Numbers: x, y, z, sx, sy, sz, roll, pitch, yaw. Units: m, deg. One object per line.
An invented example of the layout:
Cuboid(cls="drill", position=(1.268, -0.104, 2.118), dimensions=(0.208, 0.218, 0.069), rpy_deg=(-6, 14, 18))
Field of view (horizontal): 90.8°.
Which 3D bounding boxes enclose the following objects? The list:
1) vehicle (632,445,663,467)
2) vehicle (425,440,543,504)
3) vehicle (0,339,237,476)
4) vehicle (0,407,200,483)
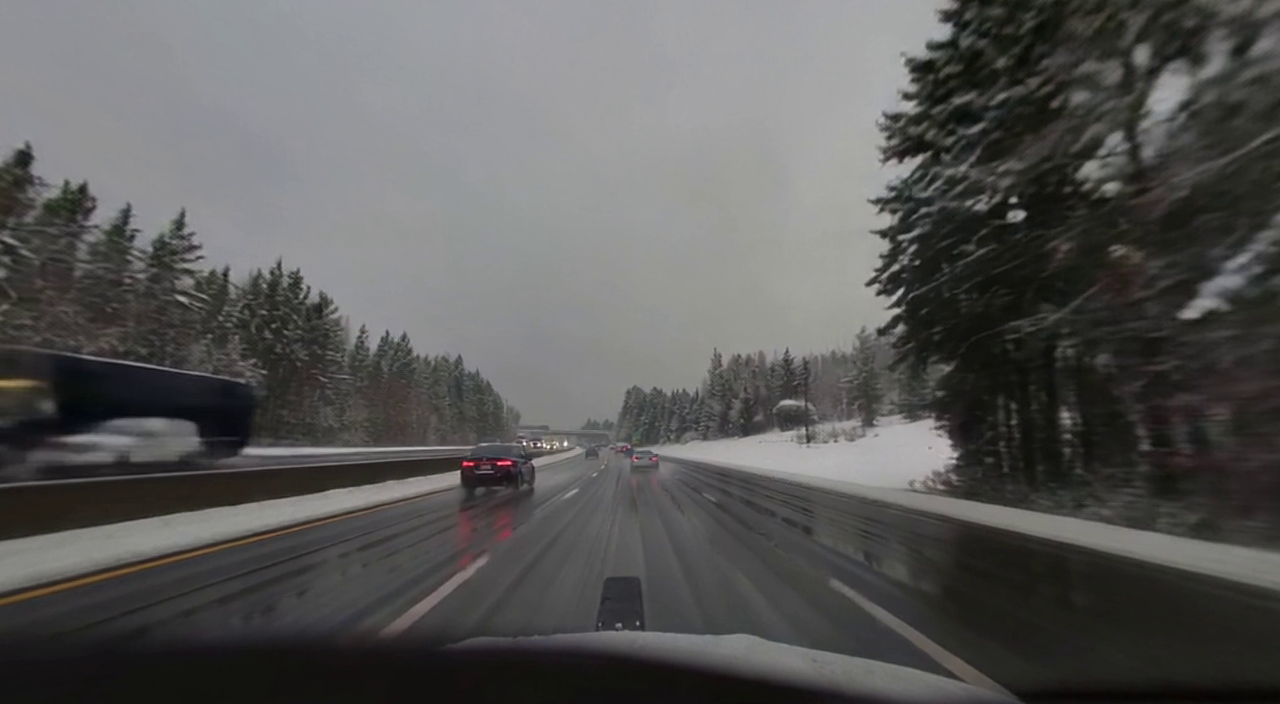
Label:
Cuboid(cls="vehicle", position=(0.505, 7.375, 44.856), dimensions=(2.008, 1.499, 3.192), rpy_deg=(0, -9, -2))
Cuboid(cls="vehicle", position=(-4.041, 3.184, 17.240), dimensions=(2.054, 1.500, 4.469), rpy_deg=(0, -9, 0))
Cuboid(cls="vehicle", position=(-16.759, 1.959, 19.861), dimensions=(2.847, 3.475, 7.687), rpy_deg=(0, -9, 1))
Cuboid(cls="vehicle", position=(-12.833, 2.200, 14.889), dimensions=(1.919, 1.534, 4.101), rpy_deg=(0, -9, 0))
